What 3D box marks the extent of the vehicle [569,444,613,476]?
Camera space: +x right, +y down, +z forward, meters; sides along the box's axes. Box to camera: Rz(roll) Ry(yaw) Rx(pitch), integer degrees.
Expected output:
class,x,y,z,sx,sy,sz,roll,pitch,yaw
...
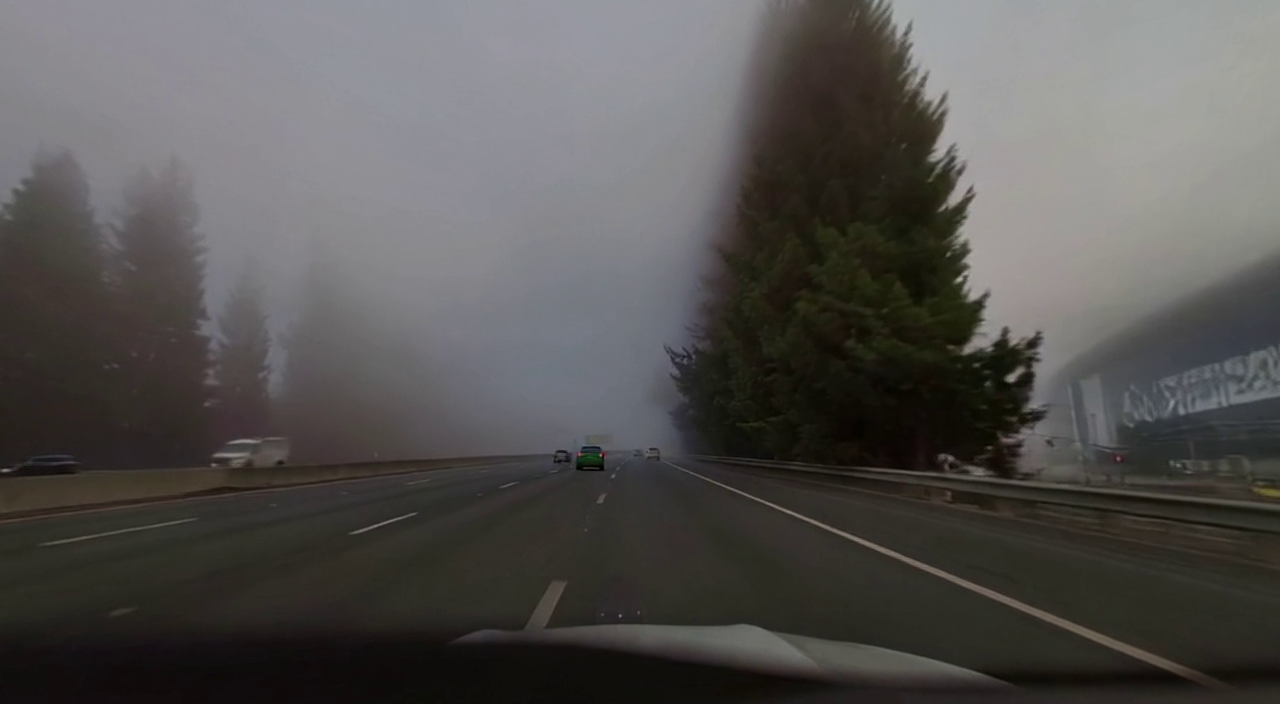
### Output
class,x,y,z,sx,sy,sz,roll,pitch,yaw
vehicle,-2.972,6.641,39.007,2.302,1.810,4.707,-1,-9,1

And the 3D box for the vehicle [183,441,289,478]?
class,x,y,z,sx,sy,sz,roll,pitch,yaw
vehicle,-26.079,6.955,41.075,2.619,2.224,6.343,-1,-9,1

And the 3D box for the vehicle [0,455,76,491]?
class,x,y,z,sx,sy,sz,roll,pitch,yaw
vehicle,-37.229,7.207,37.818,2.047,1.936,4.918,0,-9,-1
